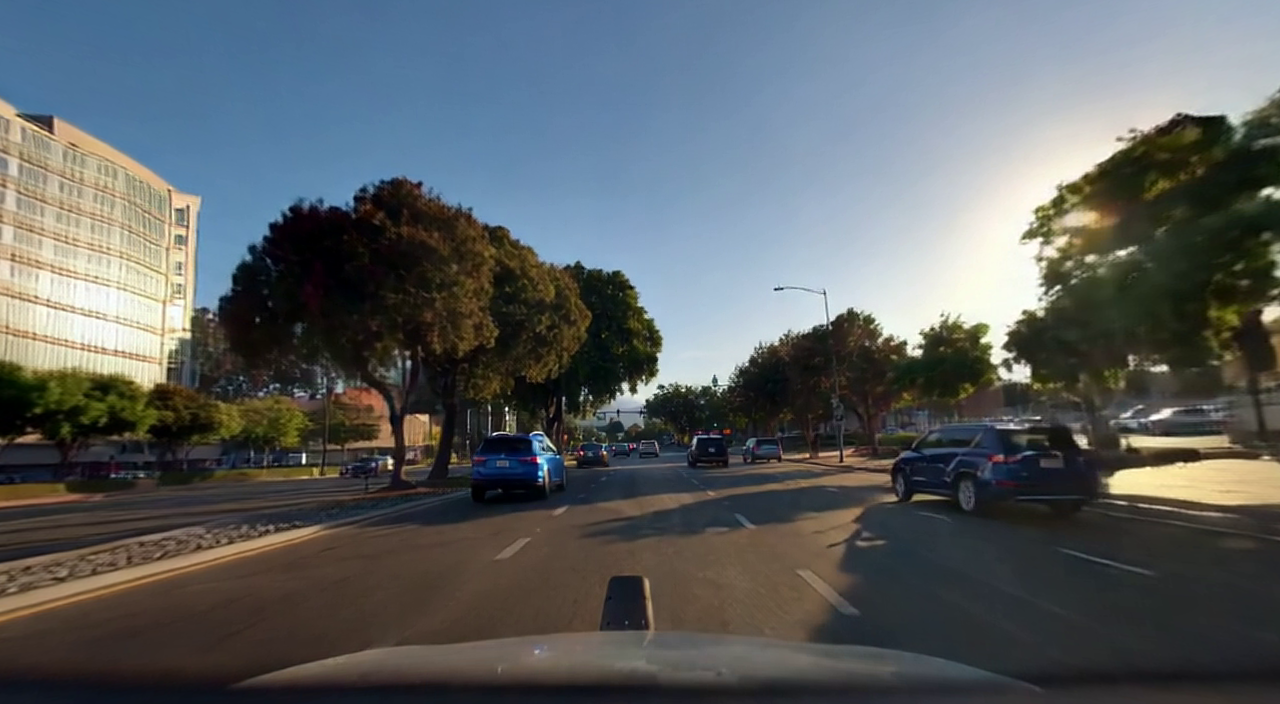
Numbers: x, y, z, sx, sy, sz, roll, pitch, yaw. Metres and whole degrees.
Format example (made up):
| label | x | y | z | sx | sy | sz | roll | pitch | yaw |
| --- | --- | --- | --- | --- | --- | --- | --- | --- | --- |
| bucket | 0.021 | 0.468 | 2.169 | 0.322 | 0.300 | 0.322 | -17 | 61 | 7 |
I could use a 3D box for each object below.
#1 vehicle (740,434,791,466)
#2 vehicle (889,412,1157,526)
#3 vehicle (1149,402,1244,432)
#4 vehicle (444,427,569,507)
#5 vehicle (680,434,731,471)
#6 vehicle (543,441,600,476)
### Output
| label | x | y | z | sx | sy | sz | roll | pitch | yaw |
| --- | --- | --- | --- | --- | --- | --- | --- | --- | --- |
| vehicle | 7.481 | 5.922 | 38.053 | 2.076 | 1.793 | 4.464 | 0 | -9 | -1 |
| vehicle | 6.586 | 2.081 | 11.662 | 2.088 | 1.666 | 4.512 | 0 | -9 | 0 |
| vehicle | 40.589 | 4.836 | 46.180 | 2.022 | 1.925 | 5.391 | 0 | -9 | 0 |
| vehicle | -3.174 | 2.850 | 16.028 | 2.141 | 1.719 | 4.379 | -1 | -9 | 1 |
| vehicle | 3.376 | 5.292 | 33.366 | 2.178 | 1.804 | 4.766 | 0 | -9 | 0 |
| vehicle | -3.138 | 4.977 | 29.630 | 2.036 | 1.465 | 4.301 | -1 | -9 | 2 |
